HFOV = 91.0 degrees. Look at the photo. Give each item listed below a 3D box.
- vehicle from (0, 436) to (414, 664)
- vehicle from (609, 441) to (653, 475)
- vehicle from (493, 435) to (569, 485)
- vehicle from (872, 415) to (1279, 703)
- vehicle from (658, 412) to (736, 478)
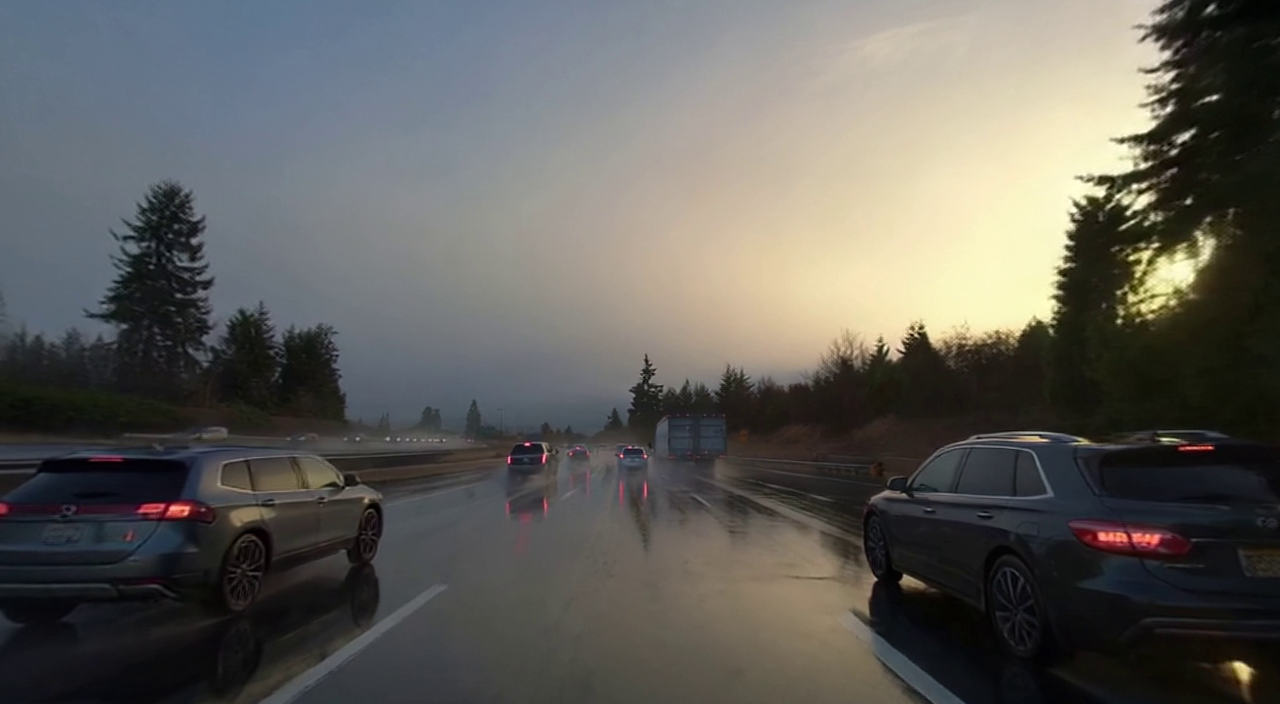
[{"bbox_3d":[-4.061,1.584,6.224,1.947,1.424,4.264,0,-9,2],"label":"vehicle"},{"bbox_3d":[-0.483,5.634,33.693,2.235,1.682,4.094,0,-9,-1],"label":"vehicle"},{"bbox_3d":[-4.235,4.305,25.345,2.176,1.783,4.799,0,-9,0],"label":"vehicle"},{"bbox_3d":[3.114,1.183,3.462,2.031,1.504,4.327,0,-9,0],"label":"vehicle"},{"bbox_3d":[3.048,5.606,37.896,3.426,3.279,12.313,0,-9,-1],"label":"vehicle"}]
